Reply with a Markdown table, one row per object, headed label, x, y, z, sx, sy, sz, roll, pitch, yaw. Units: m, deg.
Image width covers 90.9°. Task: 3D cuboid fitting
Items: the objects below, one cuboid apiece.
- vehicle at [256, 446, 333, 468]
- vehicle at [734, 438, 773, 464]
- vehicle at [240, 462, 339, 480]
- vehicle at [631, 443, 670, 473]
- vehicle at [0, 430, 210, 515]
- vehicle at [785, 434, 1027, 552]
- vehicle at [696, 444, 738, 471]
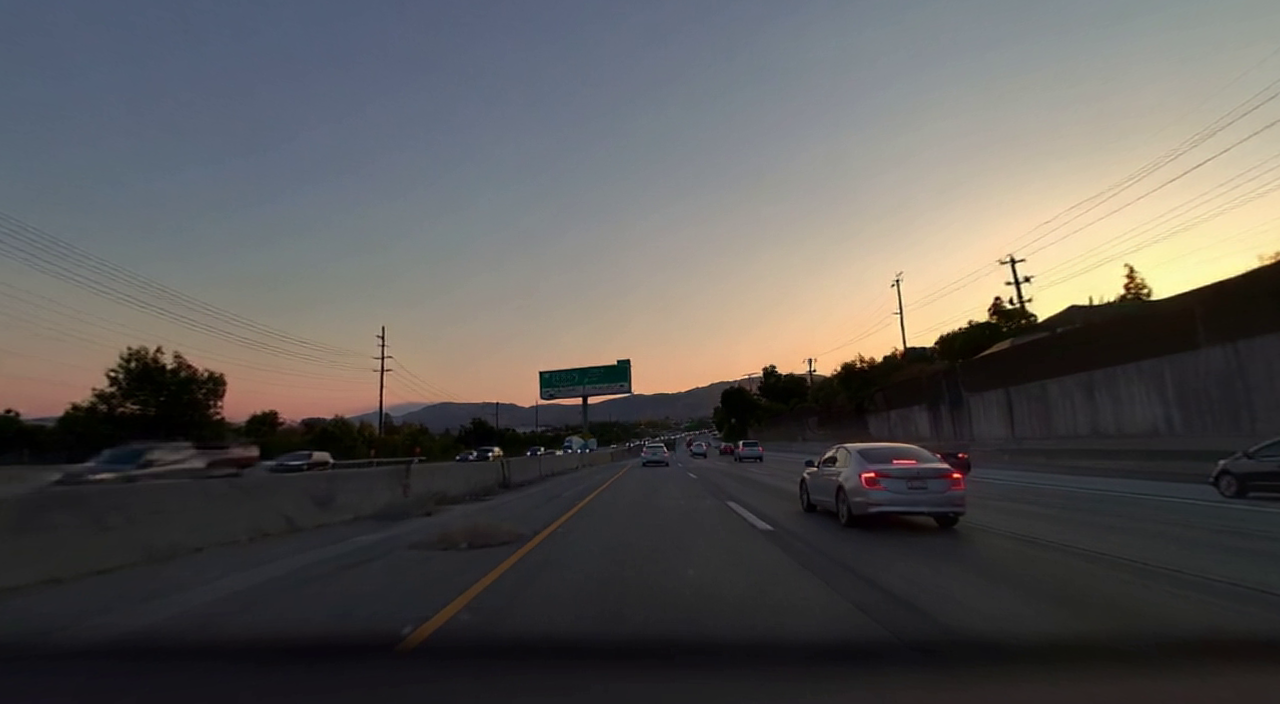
| label | x | y | z | sx | sy | sz | roll | pitch | yaw |
| --- | --- | --- | --- | --- | --- | --- | --- | --- | --- |
| vehicle | -20.105 | 6.111 | 36.961 | 1.767 | 1.188 | 4.702 | 0 | -8 | 2 |
| vehicle | 8.350 | 7.359 | 46.834 | 2.041 | 1.821 | 4.562 | 0 | -8 | 0 |
| vehicle | -20.082 | 6.847 | 36.490 | 2.456 | 0.778 | 5.571 | -1 | -8 | 2 |
| vehicle | 0.577 | 5.934 | 35.445 | 2.042 | 1.581 | 3.769 | 0 | -8 | 1 |
| vehicle | -14.296 | 3.046 | 16.619 | 2.080 | 1.857 | 5.305 | 0 | -8 | 1 |
| vehicle | 3.895 | 2.116 | 10.275 | 1.986 | 1.478 | 4.429 | 0 | -8 | 0 |
| vehicle | 4.459 | 6.137 | 37.015 | 1.936 | 1.465 | 4.060 | 0 | -8 | 0 |
